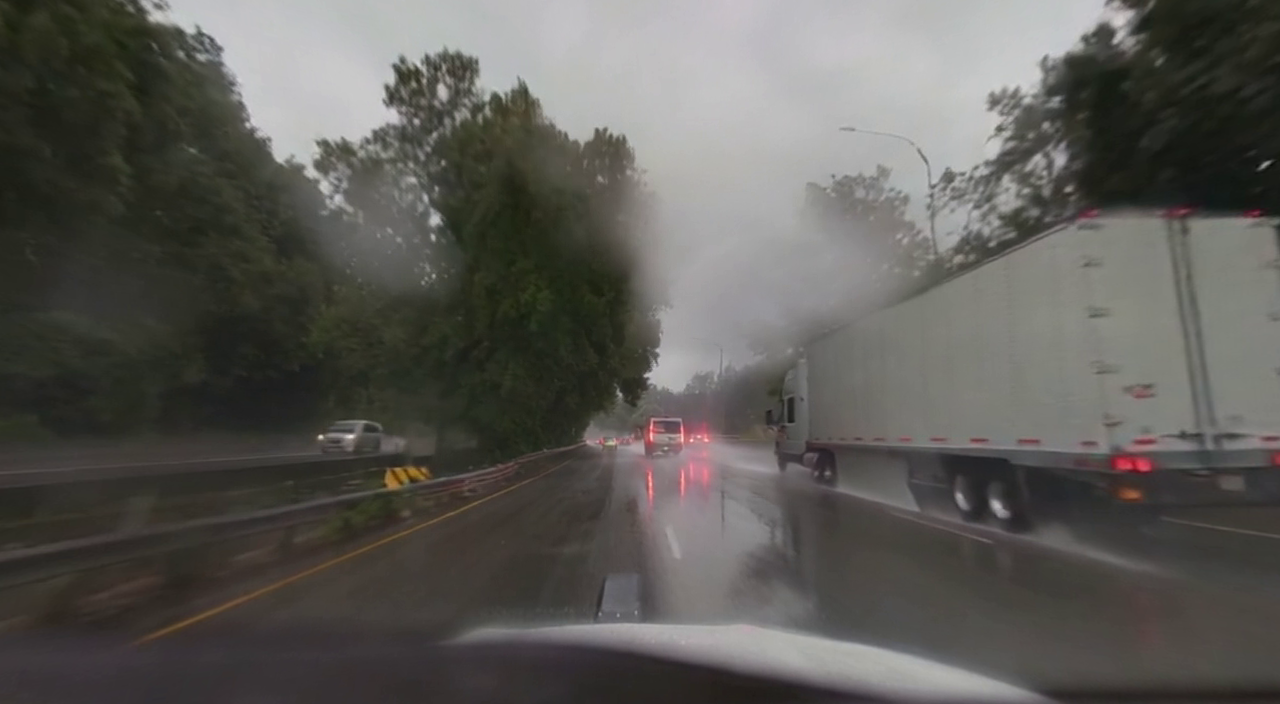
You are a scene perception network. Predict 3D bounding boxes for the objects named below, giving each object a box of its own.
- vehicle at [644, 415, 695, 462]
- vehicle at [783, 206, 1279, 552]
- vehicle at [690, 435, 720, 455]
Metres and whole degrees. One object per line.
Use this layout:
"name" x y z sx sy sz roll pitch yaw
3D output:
"vehicle" 1.600 4.991 36.600 2.436 2.521 5.409 0 -8 -3
"vehicle" 6.412 1.162 14.318 2.904 4.054 14.017 0 -8 -1
"vehicle" 4.954 7.194 48.718 1.821 1.468 3.805 0 -8 -2
